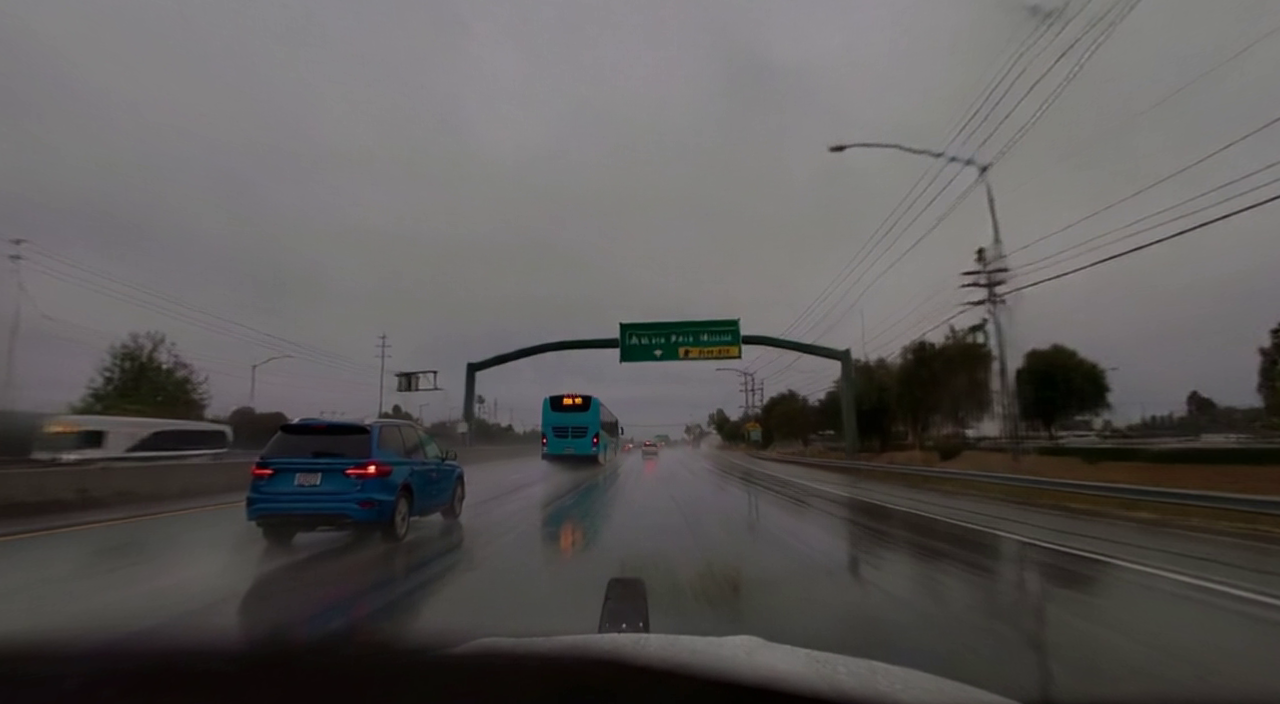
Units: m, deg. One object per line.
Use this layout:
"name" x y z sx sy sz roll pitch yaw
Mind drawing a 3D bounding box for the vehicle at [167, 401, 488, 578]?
"vehicle" -3.601 1.670 8.383 2.021 1.730 4.223 0 -9 1

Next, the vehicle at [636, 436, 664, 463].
"vehicle" 0.742 7.704 49.981 2.083 2.001 4.782 0 -9 0

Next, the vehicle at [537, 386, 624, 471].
"vehicle" -2.794 4.358 34.022 3.382 3.712 11.766 1 -9 1

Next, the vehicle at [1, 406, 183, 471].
"vehicle" -32.227 5.227 37.735 3.549 3.429 7.908 0 -9 1
